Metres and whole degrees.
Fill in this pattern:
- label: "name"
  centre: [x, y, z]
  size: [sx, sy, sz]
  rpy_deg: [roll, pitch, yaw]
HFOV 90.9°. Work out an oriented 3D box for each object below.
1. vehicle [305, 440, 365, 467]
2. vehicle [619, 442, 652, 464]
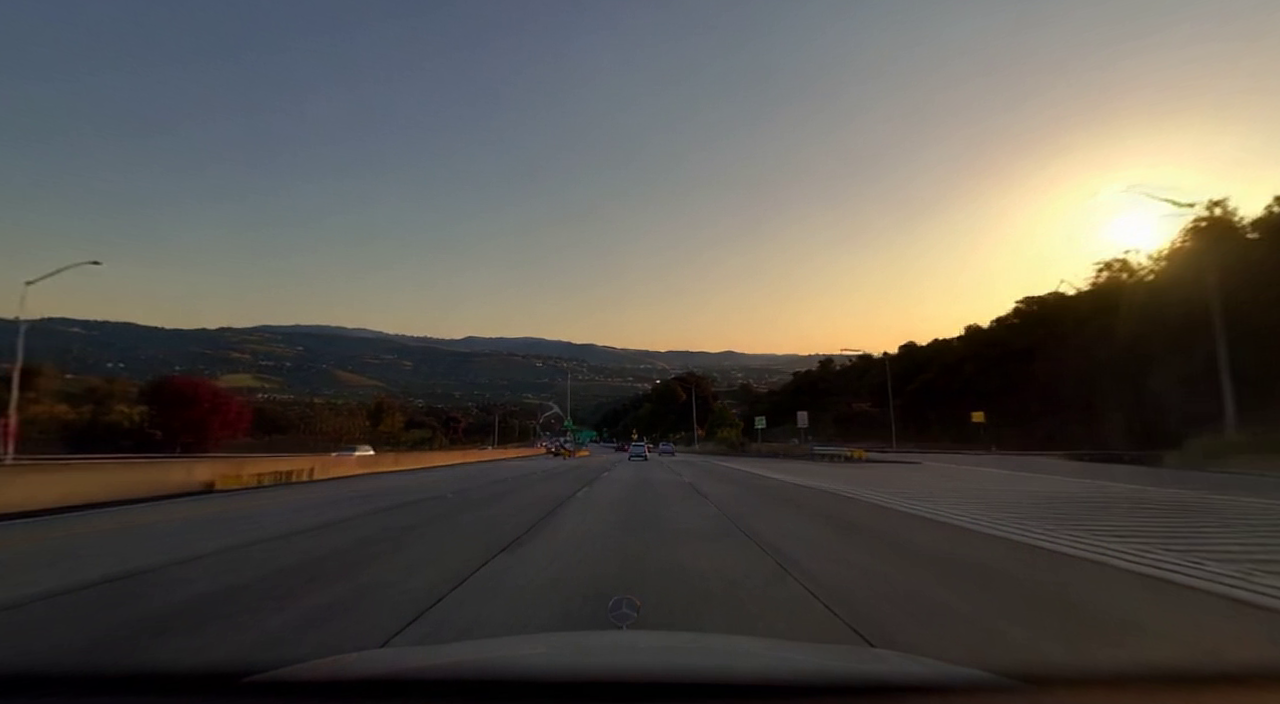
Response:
- label: "vehicle"
  centre: [-21.735, 7.231, 45.151]
  size: [1.995, 1.854, 4.706]
  rpy_deg: [0, -8, -1]
- label: "vehicle"
  centre: [-0.395, 7.028, 44.079]
  size: [2.193, 1.497, 4.337]
  rpy_deg: [0, -8, -2]
